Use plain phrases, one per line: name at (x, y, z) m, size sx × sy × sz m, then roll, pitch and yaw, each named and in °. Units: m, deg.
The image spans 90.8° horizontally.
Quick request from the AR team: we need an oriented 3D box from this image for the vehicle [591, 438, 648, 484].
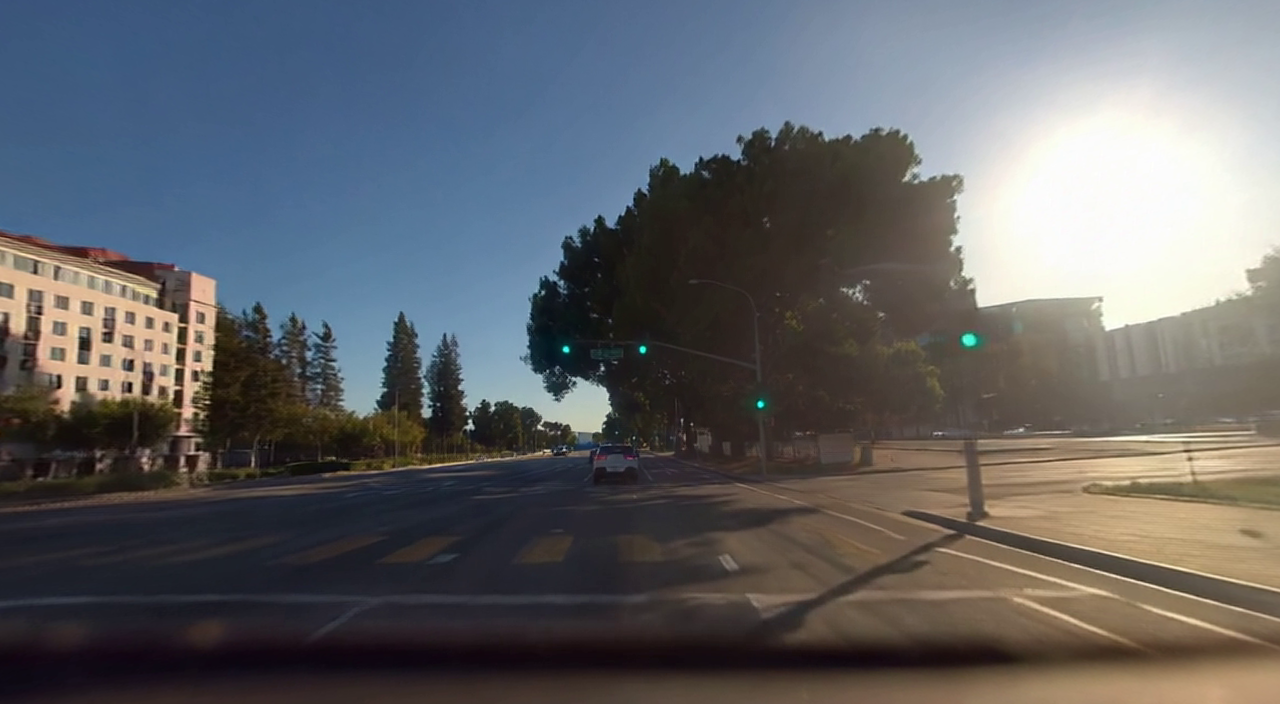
vehicle at (-0.831, 4.371, 25.608) m, size 2.130 × 1.711 × 4.038 m, roll 0°, pitch -9°, yaw -2°
